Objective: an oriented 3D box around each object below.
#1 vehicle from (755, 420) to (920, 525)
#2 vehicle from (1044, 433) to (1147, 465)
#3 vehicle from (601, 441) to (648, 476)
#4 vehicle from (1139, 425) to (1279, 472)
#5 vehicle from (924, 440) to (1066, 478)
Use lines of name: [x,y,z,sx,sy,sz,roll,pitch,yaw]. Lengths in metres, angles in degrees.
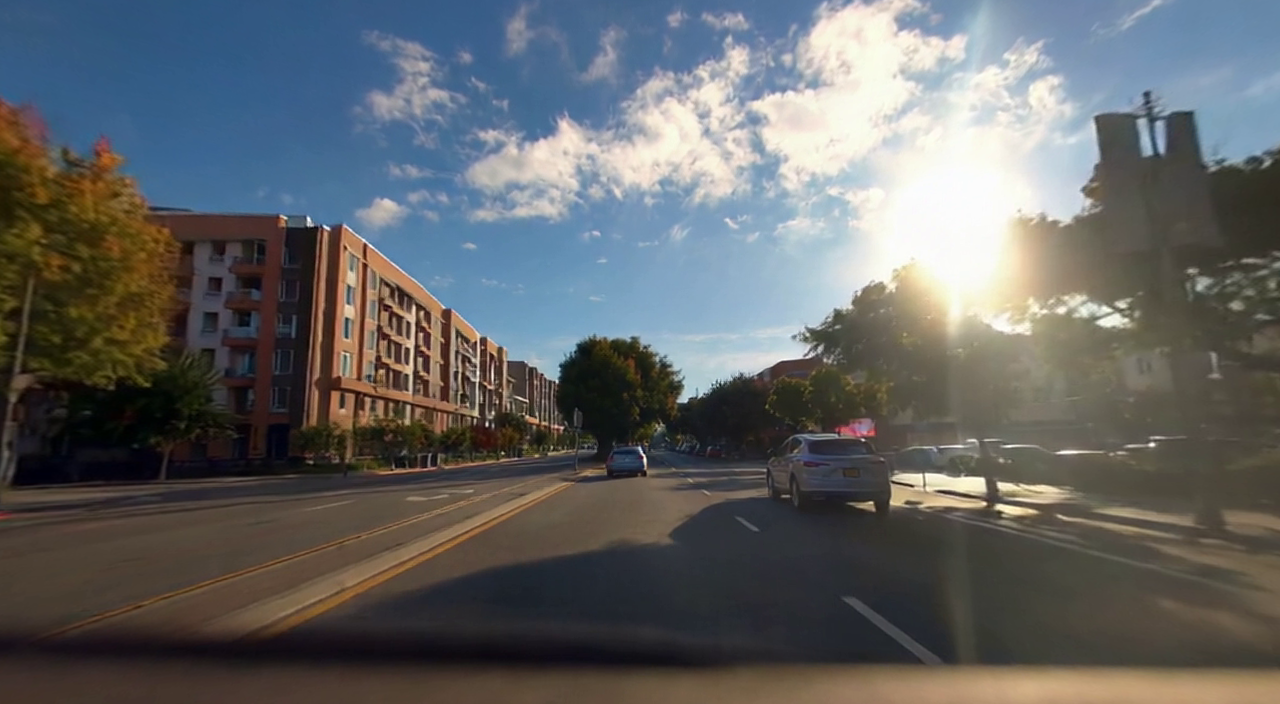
vehicle: [3.635,2.298,12.507,1.949,1.723,4.020,0,-8,0]
vehicle: [26.275,5.619,36.535,4.330,1.748,1.961,0,-8,1]
vehicle: [-0.630,4.839,28.931,2.006,1.487,3.535,0,-8,1]
vehicle: [25.723,4.262,28.015,5.429,1.787,2.125,-2,-9,-4]
vehicle: [14.566,4.402,26.101,4.607,1.466,2.053,0,-9,-3]
